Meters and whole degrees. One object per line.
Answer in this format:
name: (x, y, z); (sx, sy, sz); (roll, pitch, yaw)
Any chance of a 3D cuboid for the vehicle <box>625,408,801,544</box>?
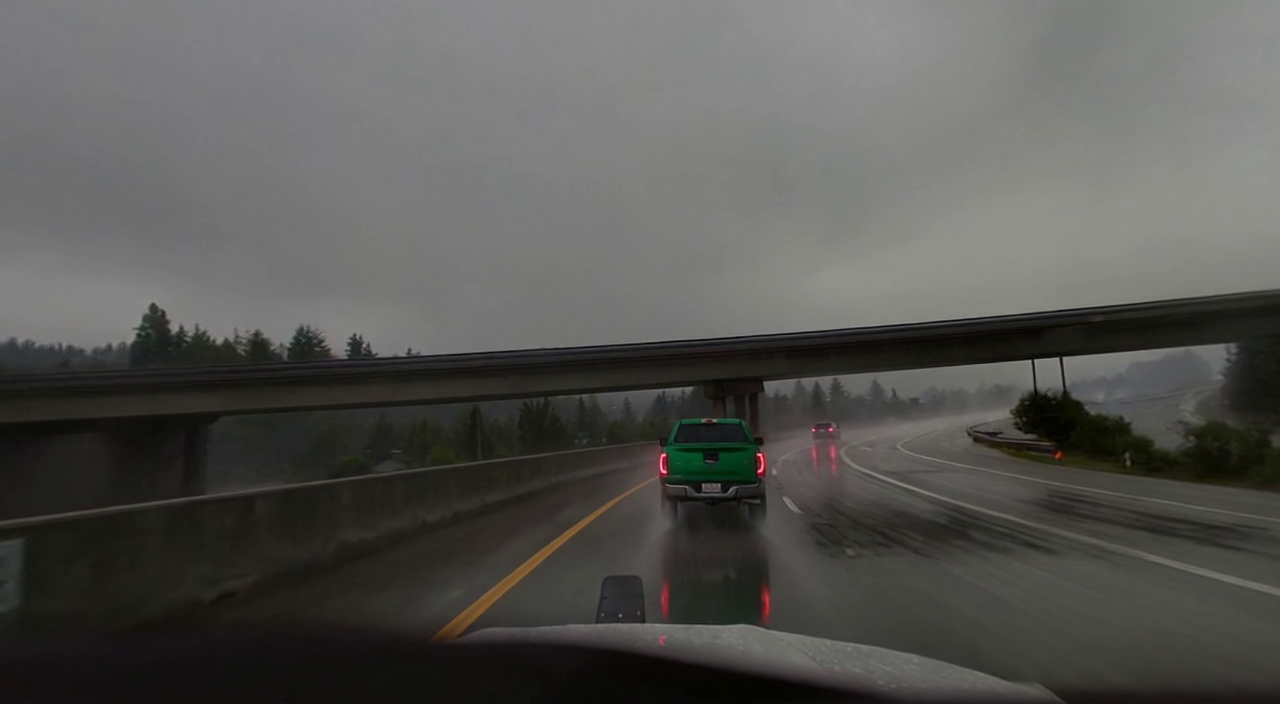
vehicle: (1.146, 1.916, 10.347); (2.235, 1.716, 4.435); (-1, -9, 6)
